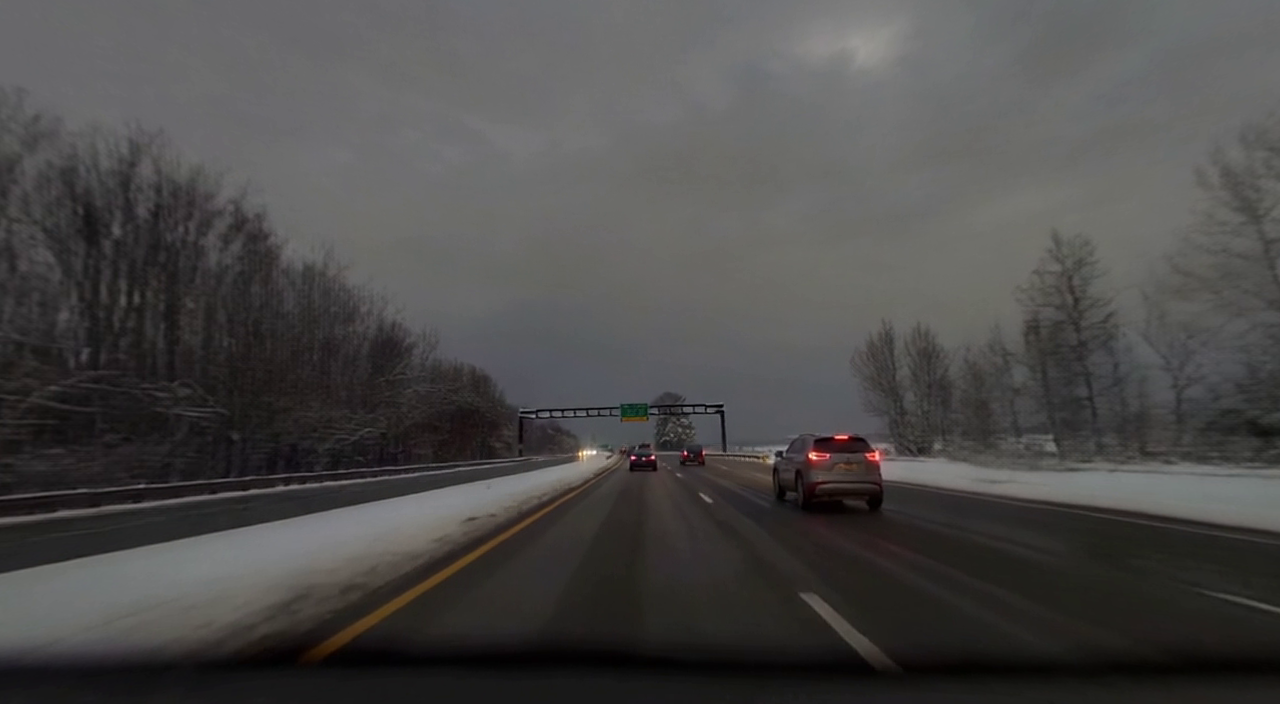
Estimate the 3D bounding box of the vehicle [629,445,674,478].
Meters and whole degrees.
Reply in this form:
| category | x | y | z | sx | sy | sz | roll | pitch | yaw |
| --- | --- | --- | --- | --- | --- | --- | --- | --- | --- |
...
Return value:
| category | x | y | z | sx | sy | sz | roll | pitch | yaw |
| --- | --- | --- | --- | --- | --- | --- | --- | --- | --- |
| vehicle | 0.511 | 5.221 | 30.093 | 2.037 | 1.418 | 3.793 | 0 | -9 | 0 |

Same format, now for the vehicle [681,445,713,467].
| category | x | y | z | sx | sy | sz | roll | pitch | yaw |
| --- | --- | --- | --- | --- | --- | --- | --- | --- | --- |
| vehicle | 4.055 | 7.491 | 45.244 | 1.959 | 1.528 | 4.207 | 0 | -9 | 0 |

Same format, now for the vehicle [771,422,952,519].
| category | x | y | z | sx | sy | sz | roll | pitch | yaw |
| --- | --- | --- | --- | --- | --- | --- | --- | --- | --- |
| vehicle | 4.462 | 2.484 | 13.539 | 2.250 | 1.718 | 4.358 | 0 | -9 | 0 |
